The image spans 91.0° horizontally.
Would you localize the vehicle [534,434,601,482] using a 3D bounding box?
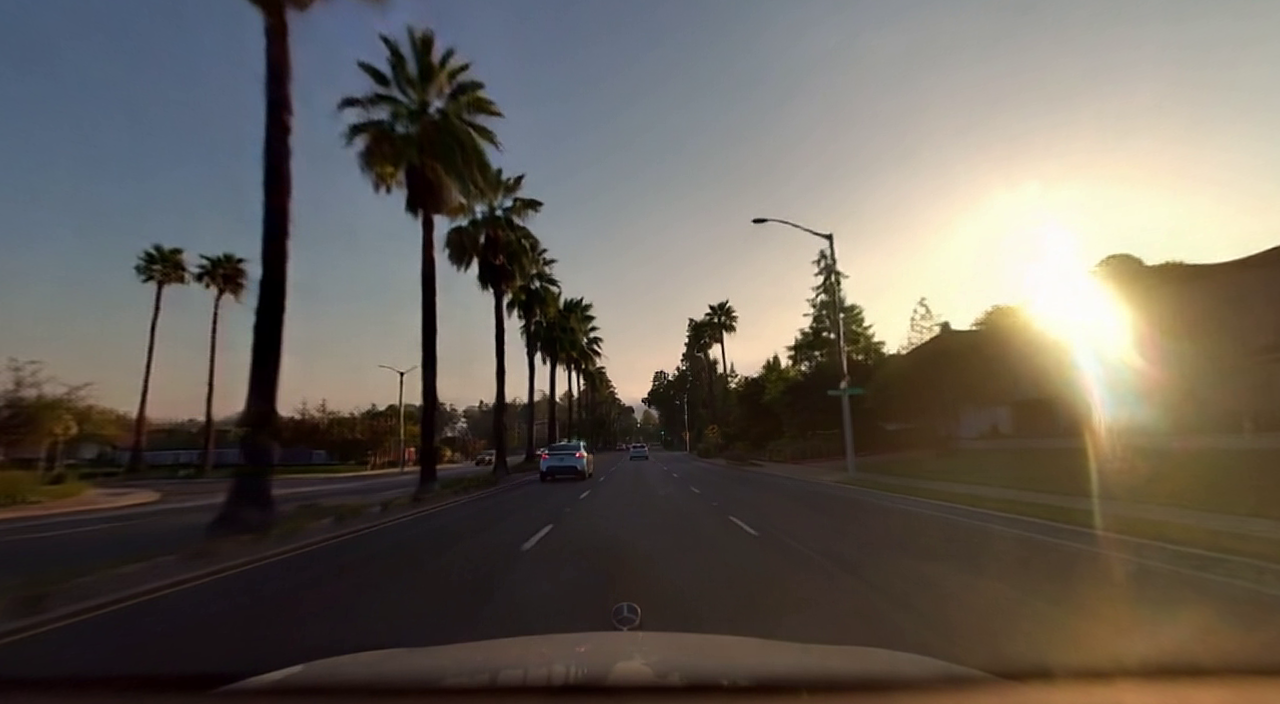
[{"bbox_3d":[-3.193,4.871,29.140,2.370,1.968,5.698,0,-9,0],"label":"vehicle"}]
